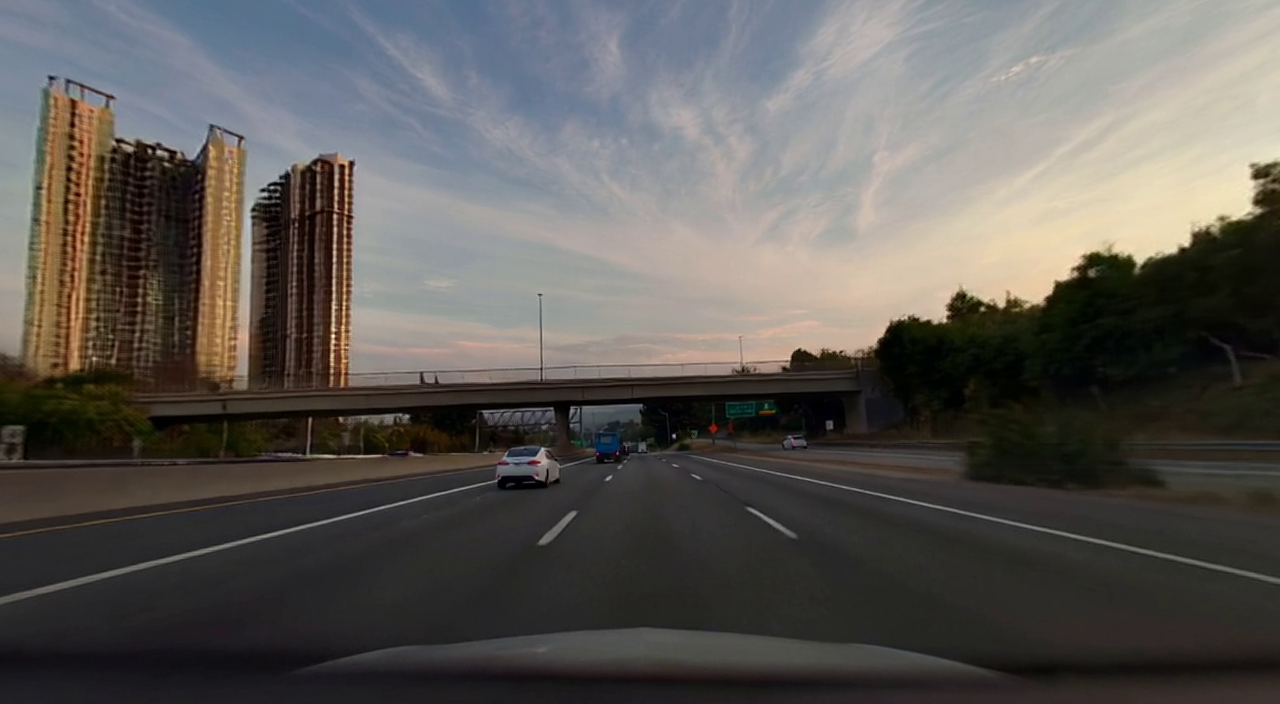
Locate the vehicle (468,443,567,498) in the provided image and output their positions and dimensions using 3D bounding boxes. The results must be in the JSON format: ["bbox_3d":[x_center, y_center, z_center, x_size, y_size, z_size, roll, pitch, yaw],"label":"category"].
[{"bbox_3d":[-3.586,3.579,19.364,2.039,1.478,4.483,0,-9,1],"label":"vehicle"}]
